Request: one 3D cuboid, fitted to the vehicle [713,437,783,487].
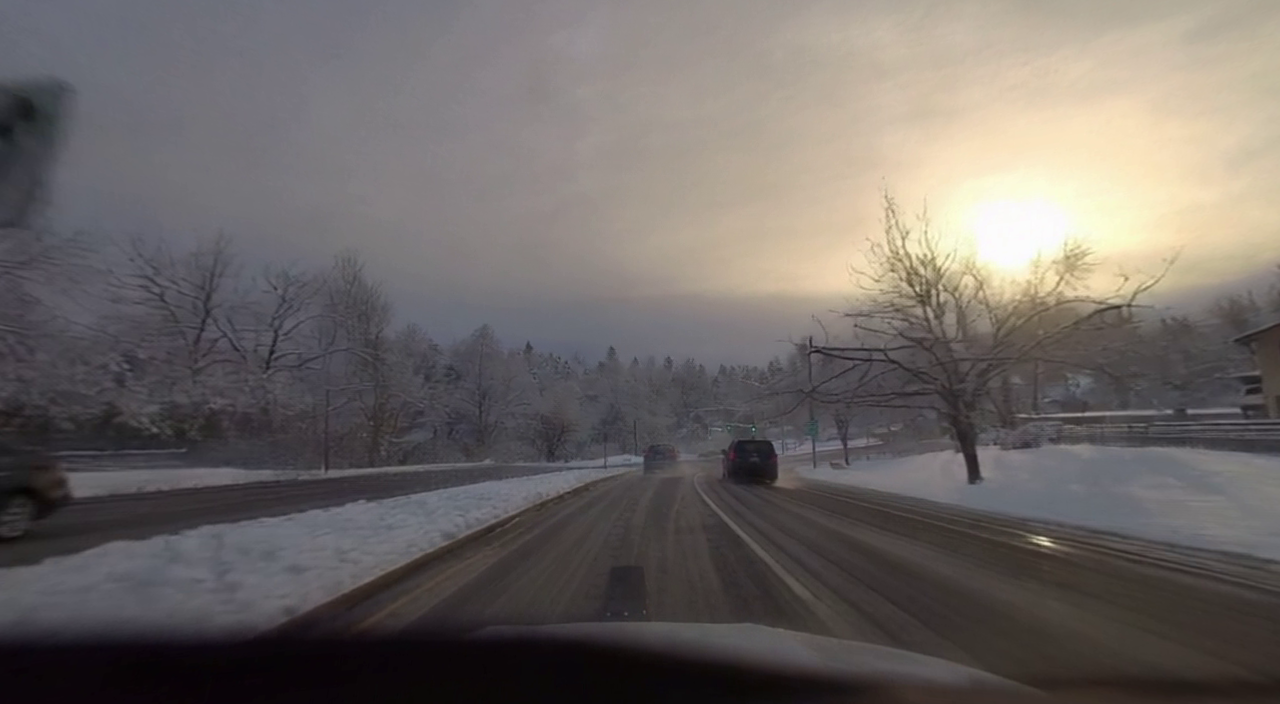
[{"bbox_3d":[4.201,4.329,25.183,2.166,1.799,4.372,-1,-8,2],"label":"vehicle"}]

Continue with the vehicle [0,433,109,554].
[{"bbox_3d":[-9.123,1.675,7.144,1.991,1.503,4.688,-1,-8,3],"label":"vehicle"}]

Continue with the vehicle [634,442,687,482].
[{"bbox_3d":[1.078,5.333,30.865,2.185,1.822,4.391,-1,-8,7],"label":"vehicle"}]
